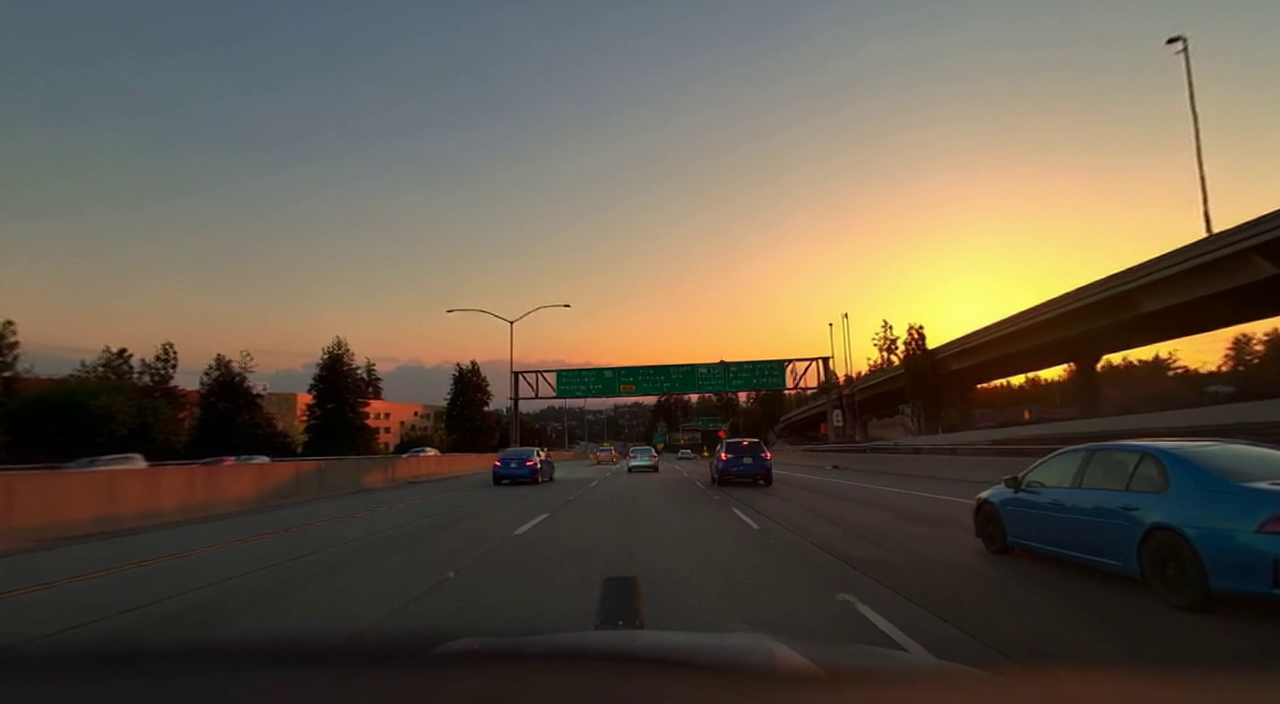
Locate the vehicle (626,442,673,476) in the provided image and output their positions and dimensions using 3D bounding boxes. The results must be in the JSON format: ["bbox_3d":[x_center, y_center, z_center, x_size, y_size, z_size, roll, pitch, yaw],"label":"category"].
[{"bbox_3d":[0.425,5.072,30.029,2.089,1.493,3.964,0,-8,0],"label":"vehicle"}]

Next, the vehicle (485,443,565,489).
[{"bbox_3d":[-4.000,4.036,22.656,2.031,1.491,4.145,0,-8,1],"label":"vehicle"}]

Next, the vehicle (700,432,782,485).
[{"bbox_3d":[3.533,3.832,22.958,2.202,1.748,4.158,0,-8,-1],"label":"vehicle"}]
